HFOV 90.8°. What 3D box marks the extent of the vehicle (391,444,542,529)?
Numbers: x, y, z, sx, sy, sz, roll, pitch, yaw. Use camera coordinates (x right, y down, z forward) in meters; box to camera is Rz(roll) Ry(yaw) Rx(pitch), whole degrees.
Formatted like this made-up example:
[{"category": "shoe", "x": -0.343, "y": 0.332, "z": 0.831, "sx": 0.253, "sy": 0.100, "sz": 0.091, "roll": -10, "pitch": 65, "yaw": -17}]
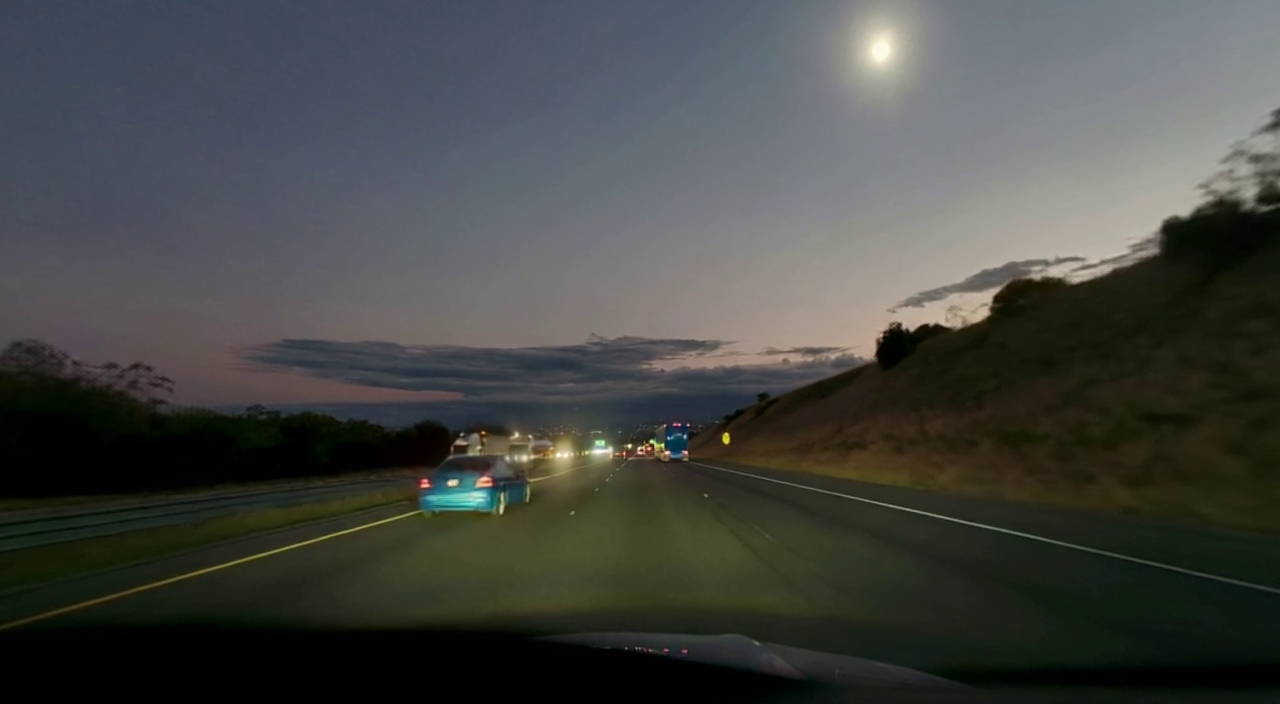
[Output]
[{"category": "vehicle", "x": -3.428, "y": 2.720, "z": 13.326, "sx": 2.013, "sy": 1.498, "sz": 3.908, "roll": -1, "pitch": -9, "yaw": 1}]
